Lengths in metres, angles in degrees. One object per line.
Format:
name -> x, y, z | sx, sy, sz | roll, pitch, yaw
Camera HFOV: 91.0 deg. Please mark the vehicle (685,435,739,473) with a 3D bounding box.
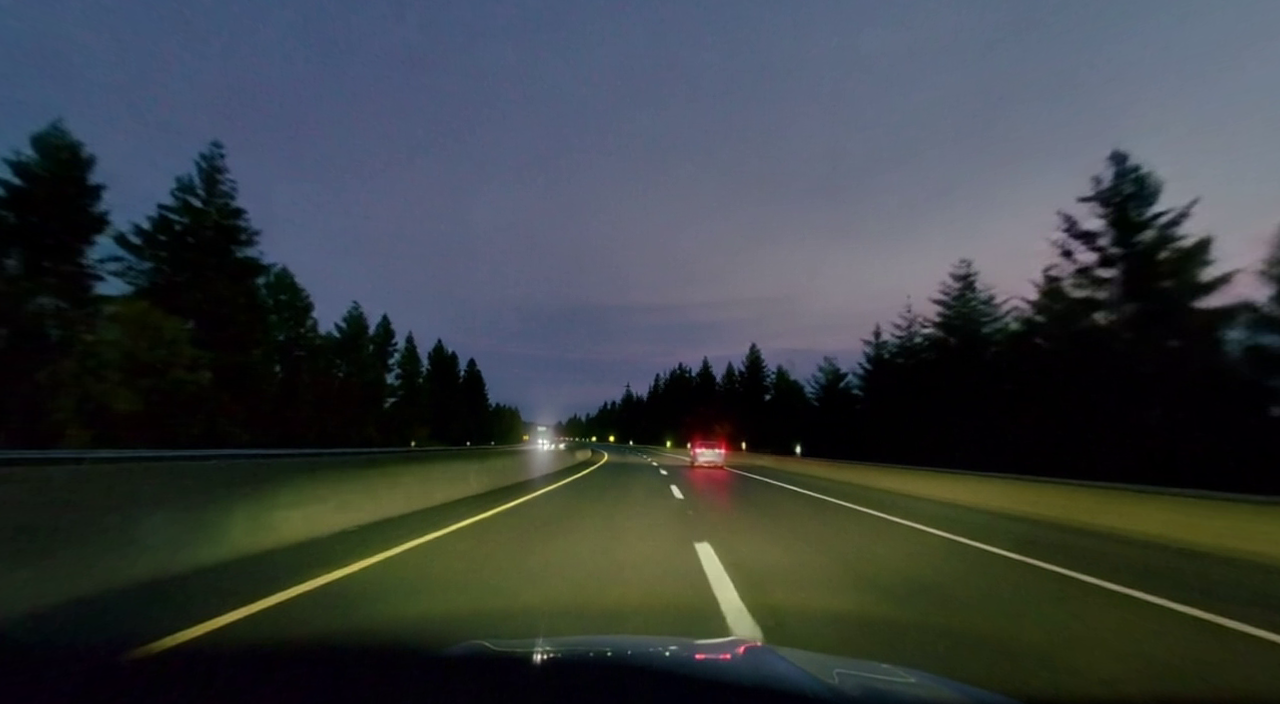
vehicle -> 3.484, 5.020, 31.202 | 2.079, 1.729, 4.380 | 0, -8, -1
